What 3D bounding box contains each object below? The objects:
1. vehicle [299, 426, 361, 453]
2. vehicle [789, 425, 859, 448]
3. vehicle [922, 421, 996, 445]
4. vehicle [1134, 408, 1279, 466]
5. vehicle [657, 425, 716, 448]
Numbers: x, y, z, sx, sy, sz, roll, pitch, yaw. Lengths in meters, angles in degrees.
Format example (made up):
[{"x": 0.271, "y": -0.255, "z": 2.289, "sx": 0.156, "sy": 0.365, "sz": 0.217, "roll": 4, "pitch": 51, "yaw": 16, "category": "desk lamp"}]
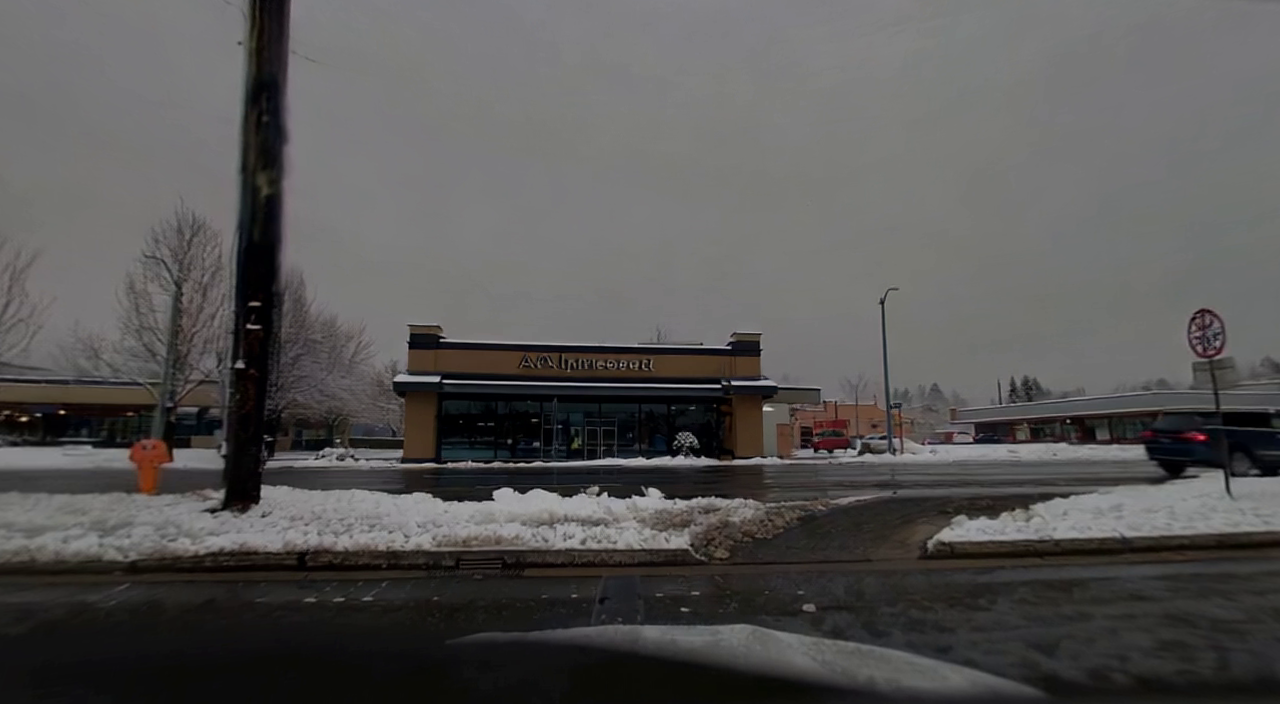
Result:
[{"x": -20.472, "y": 5.794, "z": 41.687, "sx": 4.596, "sy": 1.680, "sz": 1.936, "roll": -7, "pitch": -11, "yaw": 40, "category": "vehicle"}, {"x": 12.490, "y": 5.842, "z": 43.249, "sx": 1.791, "sy": 1.453, "sz": 4.593, "roll": 5, "pitch": -10, "yaw": -29, "category": "vehicle"}, {"x": 25.126, "y": 6.400, "z": 49.826, "sx": 4.838, "sy": 1.799, "sz": 1.914, "roll": -7, "pitch": -11, "yaw": 38, "category": "vehicle"}, {"x": 16.275, "y": 2.250, "z": 16.661, "sx": 4.907, "sy": 1.411, "sz": 2.020, "roll": 1, "pitch": -8, "yaw": -4, "category": "vehicle"}, {"x": 3.105, "y": 5.808, "z": 43.273, "sx": 1.812, "sy": 1.468, "sz": 4.519, "roll": 5, "pitch": -10, "yaw": -29, "category": "vehicle"}]
